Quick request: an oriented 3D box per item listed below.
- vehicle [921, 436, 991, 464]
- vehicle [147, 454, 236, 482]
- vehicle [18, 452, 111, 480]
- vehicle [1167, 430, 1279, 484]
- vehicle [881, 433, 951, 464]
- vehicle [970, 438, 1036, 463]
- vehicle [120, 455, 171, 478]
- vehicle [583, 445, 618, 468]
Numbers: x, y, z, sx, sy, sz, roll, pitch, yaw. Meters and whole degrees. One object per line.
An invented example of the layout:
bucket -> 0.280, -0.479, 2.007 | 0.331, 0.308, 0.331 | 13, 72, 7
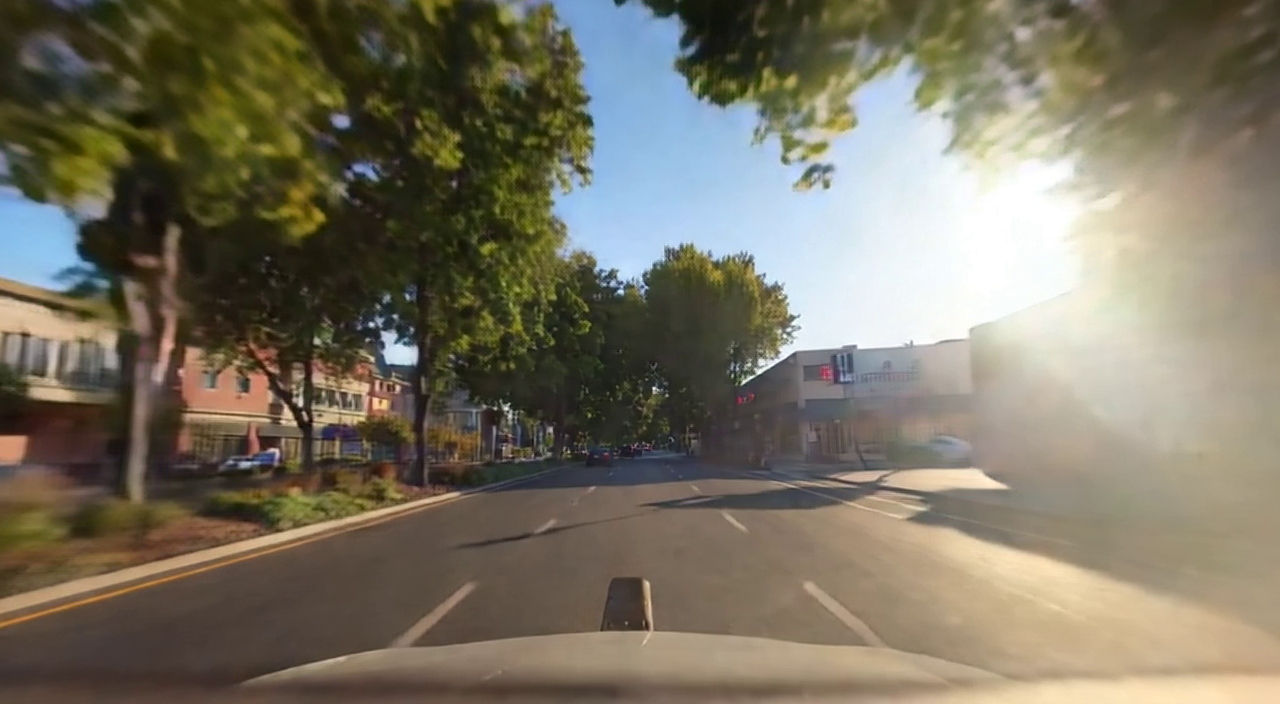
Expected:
vehicle -> 19.892, 6.164, 39.863 | 2.074, 1.607, 4.465 | -2, -8, 0
vehicle -> -27.457, 7.091, 38.794 | 1.910, 1.498, 4.703 | 0, -9, 2
vehicle -> -45.030, 8.887, 49.529 | 2.150, 1.834, 5.472 | -2, -8, 0
vehicle -> 17.747, 2.927, 17.769 | 4.059, 1.422, 1.892 | 0, -9, -1
vehicle -> 17.251, 6.071, 39.724 | 2.038, 1.827, 4.870 | 0, -9, -2
vehicle -> 22.772, 6.151, 39.682 | 1.828, 1.450, 3.730 | -1, -8, -1
vehicle -> -37.220, 8.611, 47.535 | 1.856, 1.441, 4.226 | 1, -8, -21
vehicle -> -2.645, 7.112, 43.153 | 2.082, 1.460, 4.442 | 0, -9, 1
